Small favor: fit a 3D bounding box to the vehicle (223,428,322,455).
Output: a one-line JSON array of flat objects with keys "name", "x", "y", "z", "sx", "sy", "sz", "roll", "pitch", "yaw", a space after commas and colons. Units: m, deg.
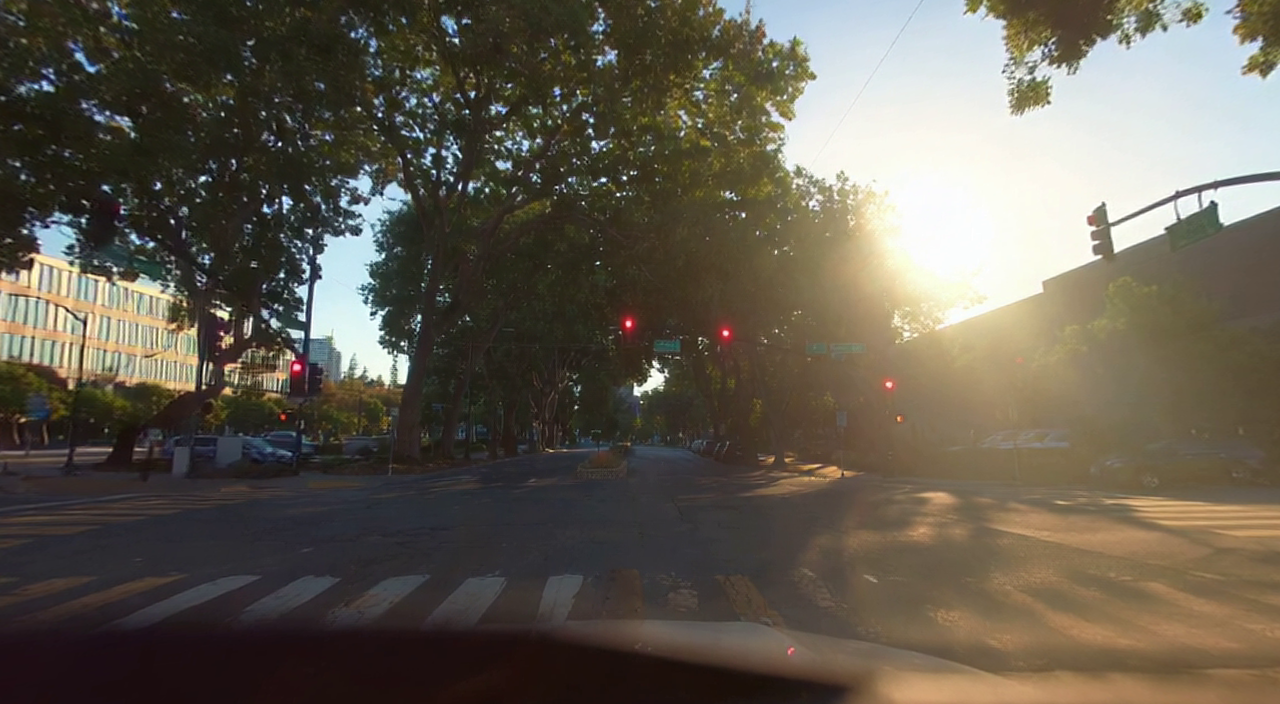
[{"name": "vehicle", "x": -22.402, "y": 5.515, "z": 38.708, "sx": 4.765, "sy": 1.593, "sz": 1.891, "roll": 1, "pitch": -9, "yaw": -8}]
